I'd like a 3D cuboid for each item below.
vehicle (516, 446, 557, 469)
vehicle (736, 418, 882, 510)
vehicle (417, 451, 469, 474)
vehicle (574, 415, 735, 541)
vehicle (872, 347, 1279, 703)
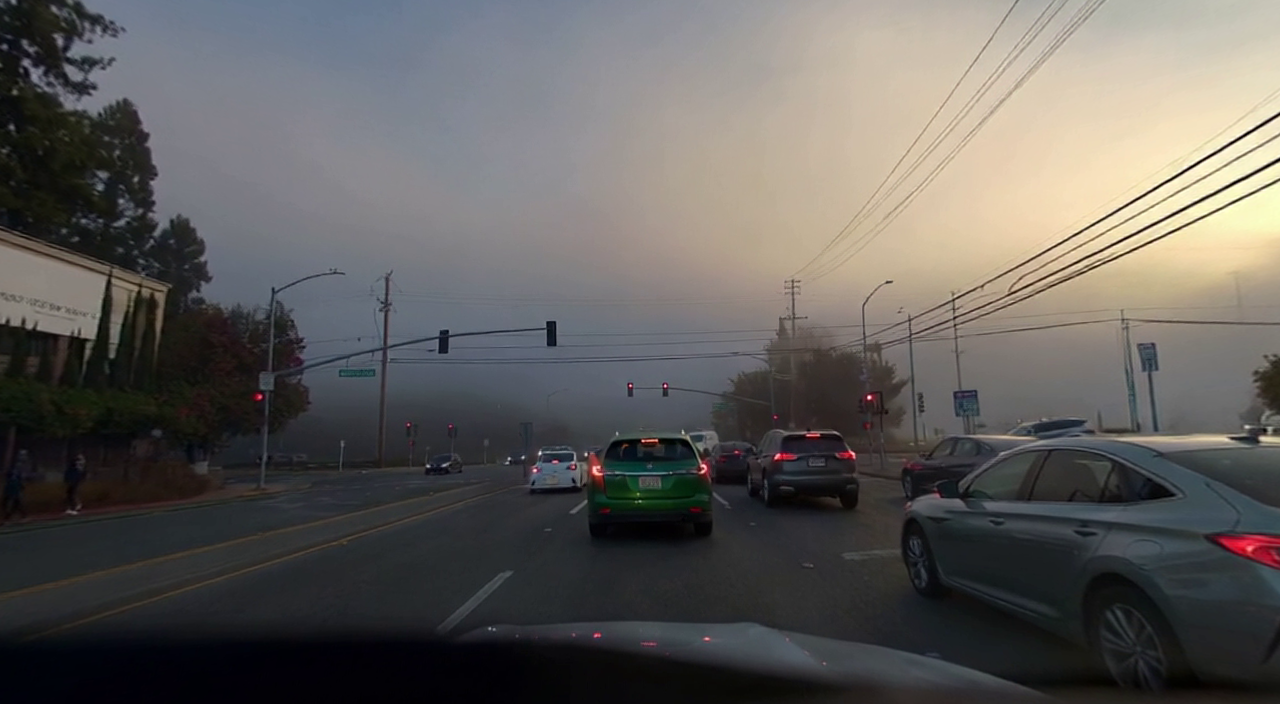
[{"bbox_3d":[-7.251,7.396,44.498,2.057,1.461,4.485,0,-9,1],"label":"vehicle"},{"bbox_3d":[3.700,2.575,14.904,2.060,1.789,4.712,0,-9,-1],"label":"vehicle"},{"bbox_3d":[-13.554,7.576,43.670,2.045,1.453,4.624,0,-9,1],"label":"vehicle"},{"bbox_3d":[0.193,1.991,10.537,2.149,1.668,3.962,0,-9,0],"label":"vehicle"},{"bbox_3d":[3.325,1.081,4.162,1.998,1.620,4.267,0,-9,1],"label":"vehicle"}]
